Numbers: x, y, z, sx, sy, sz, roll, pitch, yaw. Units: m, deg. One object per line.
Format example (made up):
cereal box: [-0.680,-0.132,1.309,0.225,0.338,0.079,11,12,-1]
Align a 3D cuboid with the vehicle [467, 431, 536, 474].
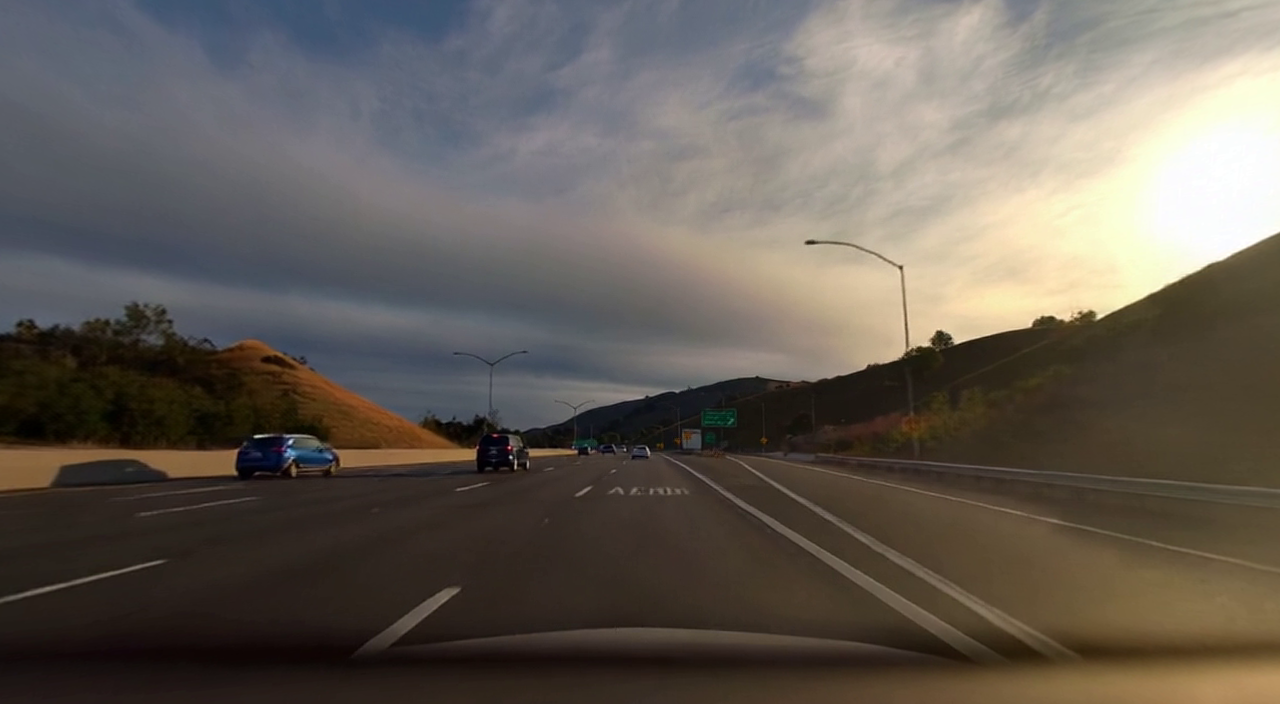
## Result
vehicle: [-6.696,4.925,30.995,2.219,1.947,4.924,0,-9,1]

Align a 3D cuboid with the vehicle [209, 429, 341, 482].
vehicle: [-13.821,3.952,24.294,2.079,1.822,4.893,0,-9,1]
